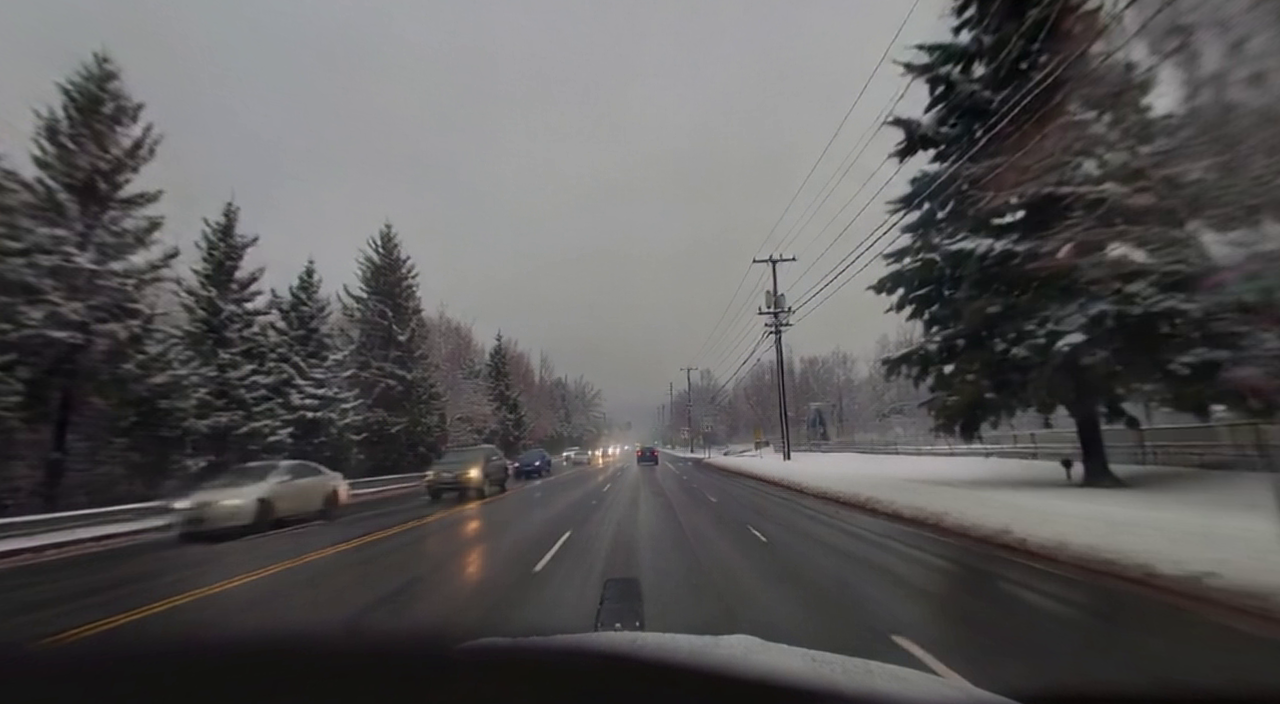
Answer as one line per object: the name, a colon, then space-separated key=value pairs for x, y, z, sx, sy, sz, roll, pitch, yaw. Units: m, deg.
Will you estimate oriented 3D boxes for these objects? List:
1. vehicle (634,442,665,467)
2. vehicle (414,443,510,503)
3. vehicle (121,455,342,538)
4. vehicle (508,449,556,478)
vehicle: x=0.673 y=7.676 z=47.309 sx=2.163 sy=1.746 sz=4.073 roll=-1 pitch=-8 yaw=0
vehicle: x=-5.405 y=3.678 z=19.716 sx=1.792 sy=1.628 sz=4.000 roll=-1 pitch=-8 yaw=0
vehicle: x=-8.953 y=3.153 z=14.462 sx=2.058 sy=1.495 sz=4.448 roll=-1 pitch=-8 yaw=0
vehicle: x=-5.884 y=6.111 z=34.905 sx=1.933 sy=1.492 sz=3.755 roll=-1 pitch=-8 yaw=1
